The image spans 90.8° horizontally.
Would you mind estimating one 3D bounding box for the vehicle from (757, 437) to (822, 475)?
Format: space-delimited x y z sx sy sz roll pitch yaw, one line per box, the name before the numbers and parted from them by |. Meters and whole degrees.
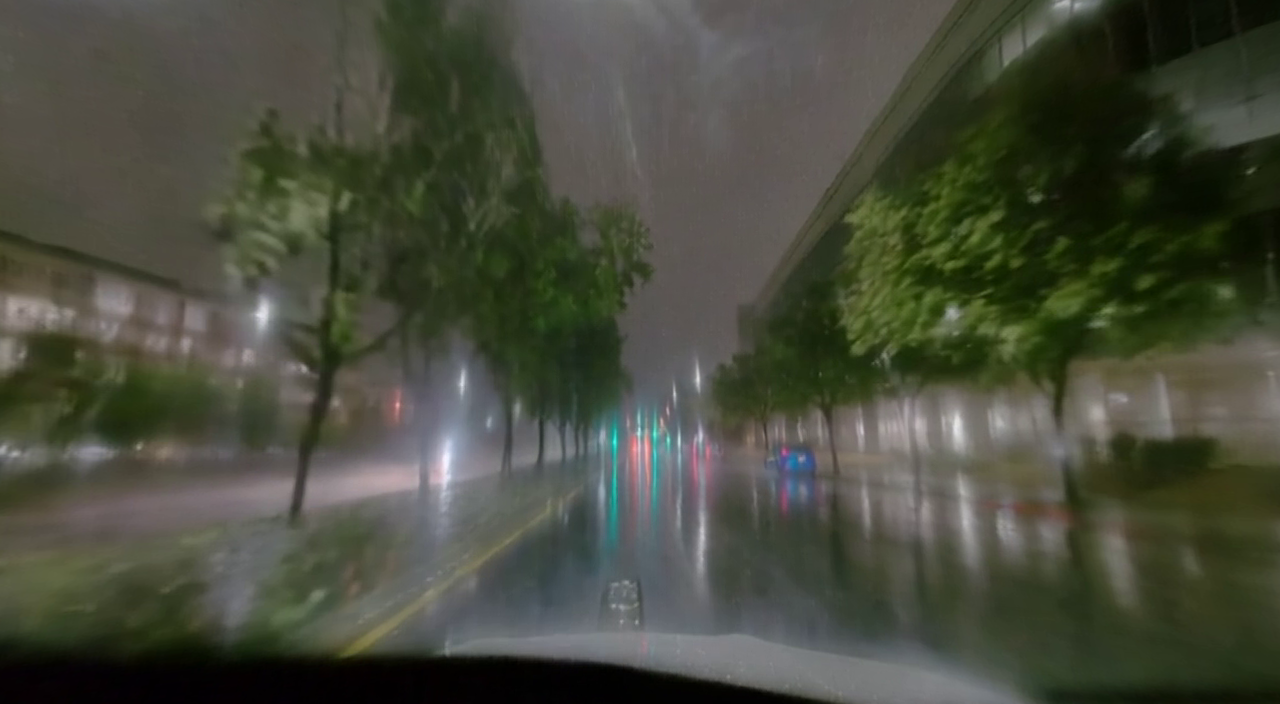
vehicle | 7.842 5.506 33.608 2.167 1.848 4.713 0 -9 -2
